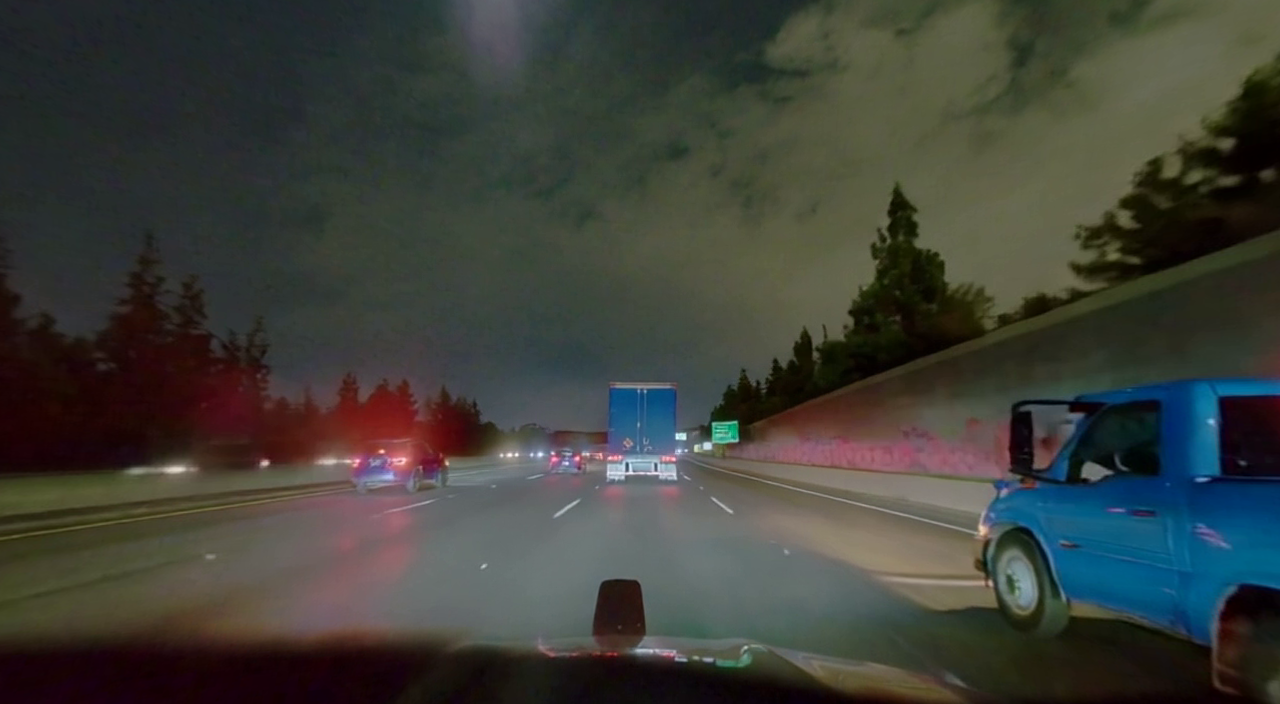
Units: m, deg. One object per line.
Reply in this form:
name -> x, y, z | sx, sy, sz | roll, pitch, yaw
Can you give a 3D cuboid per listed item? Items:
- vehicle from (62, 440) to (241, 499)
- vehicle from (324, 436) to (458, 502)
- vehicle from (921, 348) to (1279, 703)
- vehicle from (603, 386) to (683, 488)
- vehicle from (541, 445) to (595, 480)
vehicle -> -14.008, 3.382, 18.425 | 2.003, 1.516, 3.922 | 0, -9, 1
vehicle -> -6.717, 3.200, 17.561 | 2.005, 1.607, 4.042 | 0, -9, 1
vehicle -> 3.704, 0.986, 3.512 | 2.205, 1.689, 4.403 | 0, -9, 0
vehicle -> 0.060, 3.843, 27.797 | 2.915, 3.661, 9.741 | 0, -9, -1
vehicle -> -3.311, 5.188, 29.865 | 2.020, 1.505, 4.171 | 0, -9, 1
